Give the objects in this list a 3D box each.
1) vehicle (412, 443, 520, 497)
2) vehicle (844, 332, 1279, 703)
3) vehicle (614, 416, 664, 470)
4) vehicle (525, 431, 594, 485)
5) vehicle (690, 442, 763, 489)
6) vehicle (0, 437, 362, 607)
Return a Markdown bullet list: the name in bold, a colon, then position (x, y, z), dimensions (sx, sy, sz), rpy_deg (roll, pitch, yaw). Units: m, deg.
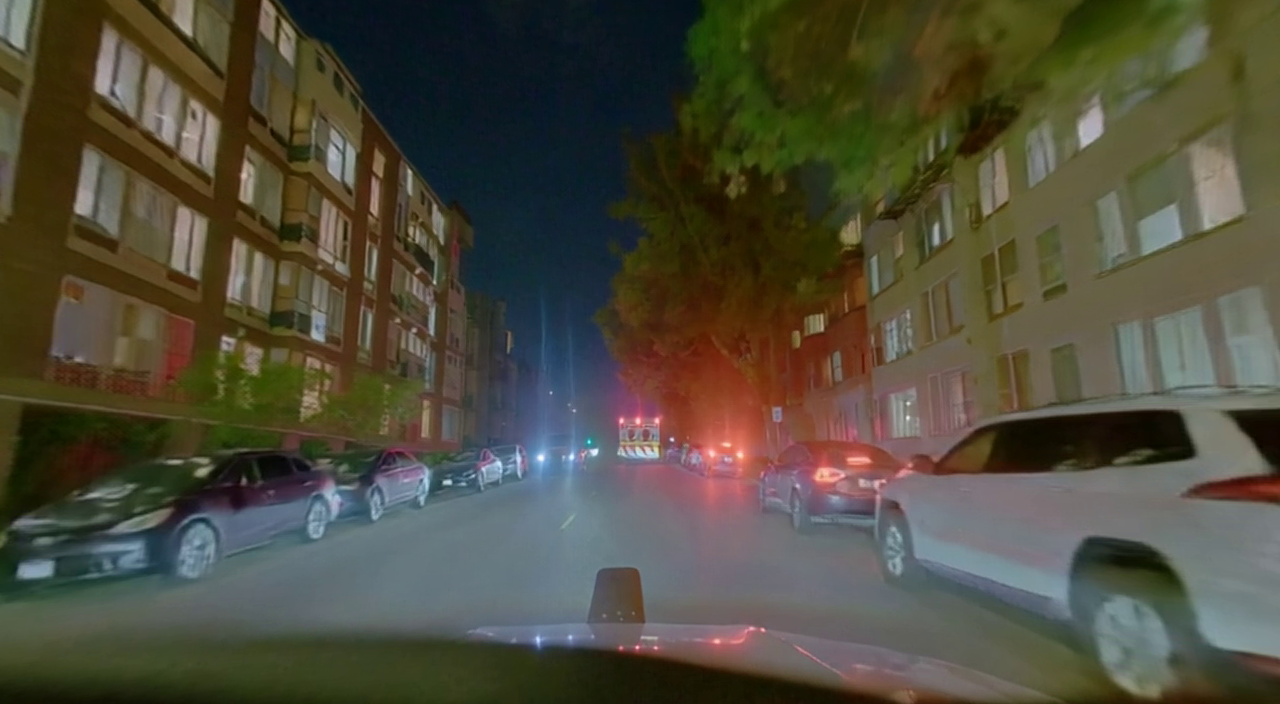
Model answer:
- **vehicle**: position (-5.304, 3.633, 19.972), dimensions (2.047, 1.471, 4.647), rpy_deg (0, -8, 0)
- **vehicle**: position (3.345, 1.192, 4.402), dimensions (2.188, 1.810, 4.709), rpy_deg (3, -9, -2)
- **vehicle**: position (-0.154, 5.678, 39.249), dimensions (2.754, 3.008, 7.730), rpy_deg (0, -8, -2)
- **vehicle**: position (-2.944, 3.962, 23.939), dimensions (2.029, 1.802, 4.229), rpy_deg (-1, -8, 0)
- **vehicle**: position (3.328, 4.448, 25.171), dimensions (2.035, 1.549, 4.373), rpy_deg (5, -9, -2)
- **vehicle**: position (-5.381, 1.828, 7.797), dimensions (1.921, 1.482, 4.280), rpy_deg (0, -8, 0)
